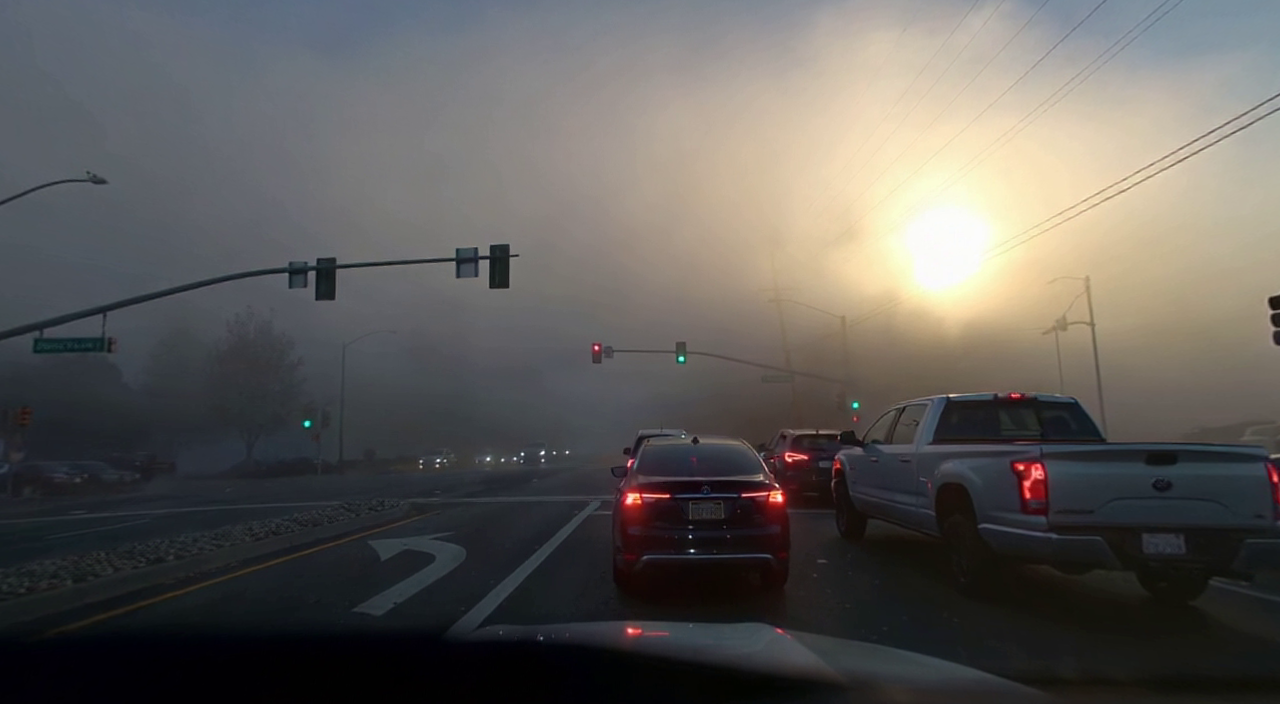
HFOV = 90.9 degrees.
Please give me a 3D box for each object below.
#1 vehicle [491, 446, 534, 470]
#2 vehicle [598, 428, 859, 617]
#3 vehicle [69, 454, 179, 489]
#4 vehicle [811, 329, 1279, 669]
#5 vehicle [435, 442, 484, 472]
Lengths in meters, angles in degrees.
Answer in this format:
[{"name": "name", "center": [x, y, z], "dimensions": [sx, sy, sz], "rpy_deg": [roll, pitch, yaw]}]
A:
[{"name": "vehicle", "center": [-8.438, 7.052, 42.124], "dimensions": [2.002, 1.469, 4.301], "rpy_deg": [0, -8, -1]}, {"name": "vehicle", "center": [0.615, 1.605, 6.859], "dimensions": [2.038, 1.447, 3.756], "rpy_deg": [0, -8, -2]}, {"name": "vehicle", "center": [-29.089, 6.712, 35.627], "dimensions": [4.789, 1.828, 2.025], "rpy_deg": [-2, -9, 10]}, {"name": "vehicle", "center": [3.795, 1.284, 6.678], "dimensions": [2.358, 2.116, 5.328], "rpy_deg": [0, -8, -1]}, {"name": "vehicle", "center": [-11.881, 6.926, 41.875], "dimensions": [1.991, 1.844, 4.393], "rpy_deg": [0, -8, -1]}]
